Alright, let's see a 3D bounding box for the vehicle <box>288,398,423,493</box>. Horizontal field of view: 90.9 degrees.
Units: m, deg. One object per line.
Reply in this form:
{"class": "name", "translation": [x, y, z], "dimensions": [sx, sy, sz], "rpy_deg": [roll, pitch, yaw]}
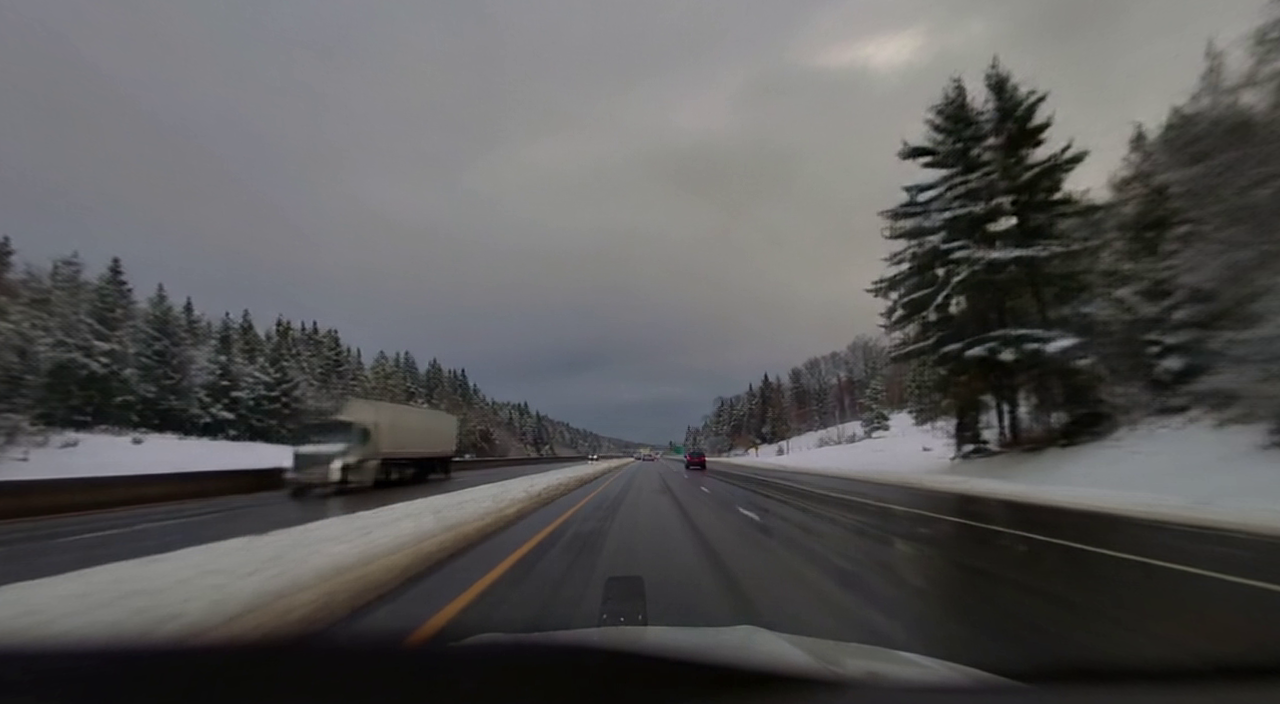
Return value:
{"class": "vehicle", "translation": [-12.799, 4.325, 29.180], "dimensions": [2.956, 3.840, 6.896], "rpy_deg": [0, -9, 0]}
